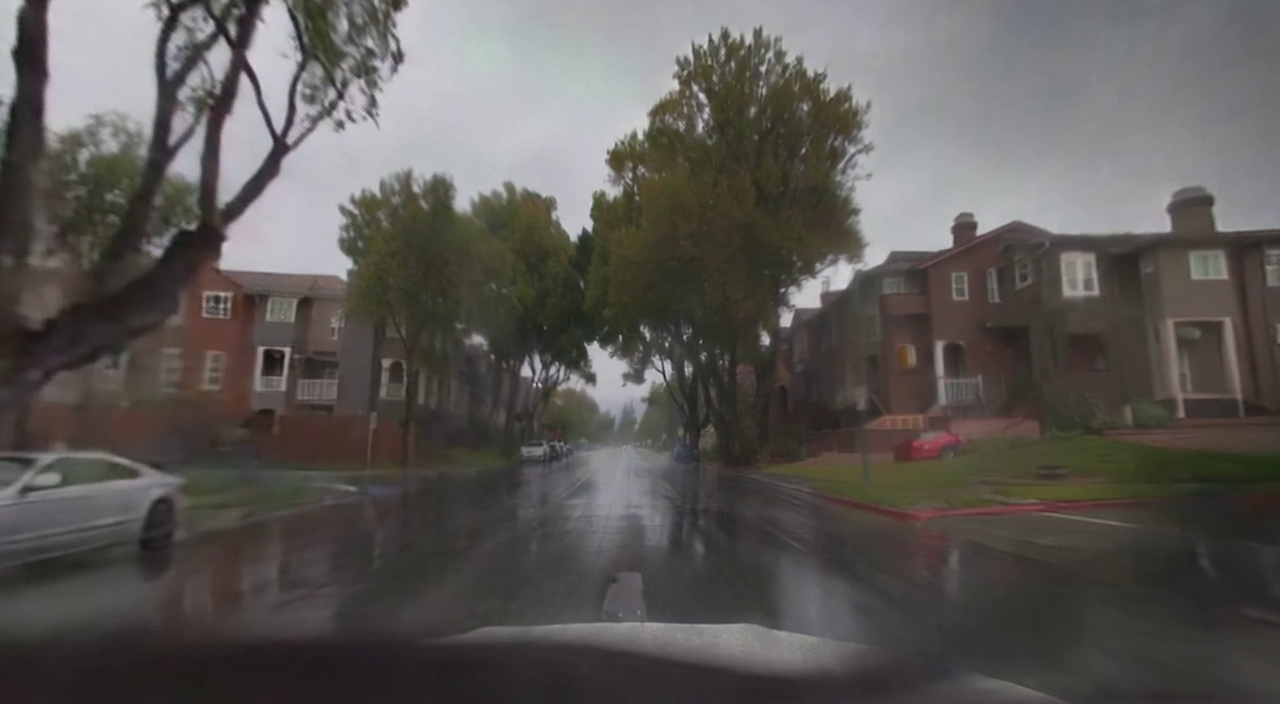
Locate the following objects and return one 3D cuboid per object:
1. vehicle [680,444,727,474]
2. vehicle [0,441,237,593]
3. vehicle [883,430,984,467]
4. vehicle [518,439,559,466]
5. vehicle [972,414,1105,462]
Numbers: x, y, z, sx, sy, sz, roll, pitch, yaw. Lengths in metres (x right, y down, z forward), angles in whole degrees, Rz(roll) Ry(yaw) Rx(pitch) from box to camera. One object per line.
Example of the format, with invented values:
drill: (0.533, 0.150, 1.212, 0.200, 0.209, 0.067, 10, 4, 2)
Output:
vehicle: (3.356, 5.763, 34.180, 1.956, 1.468, 4.698, 1, -9, -2)
vehicle: (-7.210, 1.831, 7.299, 1.912, 1.466, 4.754, -2, -9, 0)
vehicle: (13.122, 4.386, 28.538, 2.068, 1.522, 4.810, 1, -9, -2)
vehicle: (-7.838, 7.841, 49.234, 2.230, 2.025, 4.977, 0, -9, 1)
vehicle: (18.070, 4.018, 29.028, 2.315, 1.991, 5.686, 0, -9, -1)
